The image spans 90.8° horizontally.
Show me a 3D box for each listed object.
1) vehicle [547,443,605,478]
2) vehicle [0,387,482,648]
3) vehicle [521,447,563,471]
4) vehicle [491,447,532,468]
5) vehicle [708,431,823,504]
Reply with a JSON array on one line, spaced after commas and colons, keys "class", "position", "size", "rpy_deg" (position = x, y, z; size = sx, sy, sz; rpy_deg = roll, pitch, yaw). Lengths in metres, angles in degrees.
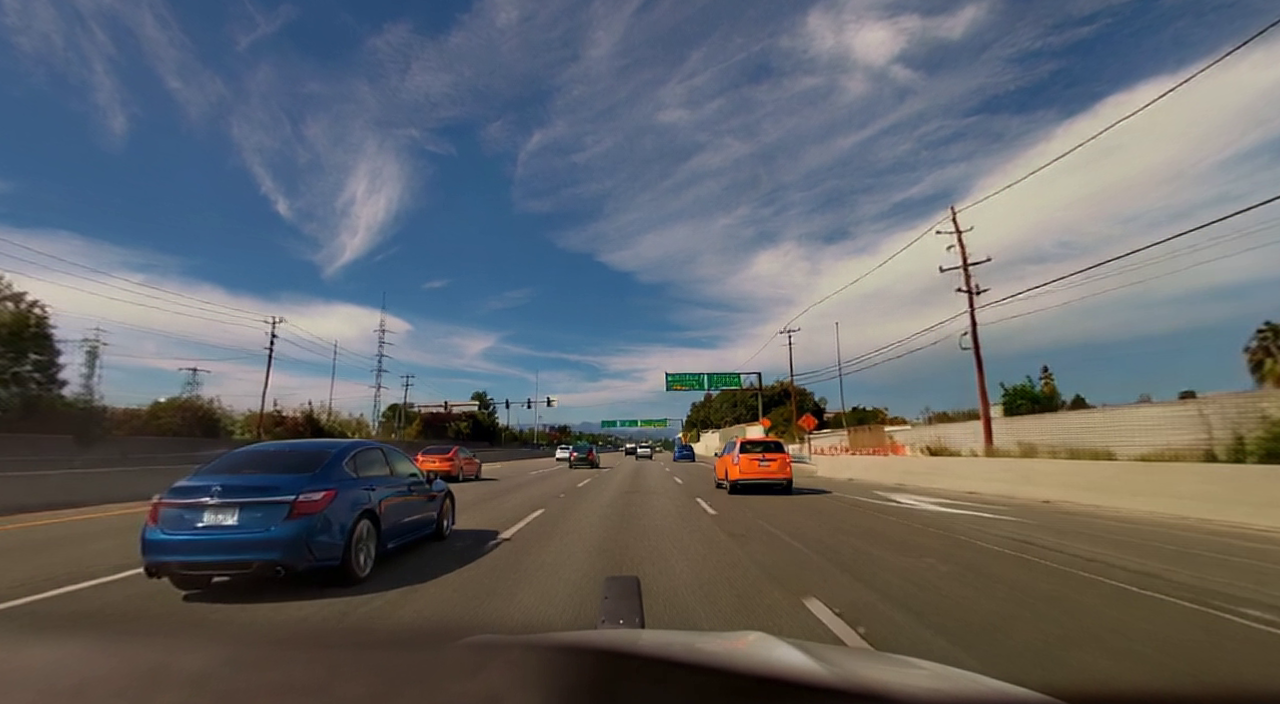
[{"class": "vehicle", "position": [-2.871, 4.986, 29.265], "size": [2.066, 1.488, 4.377], "rpy_deg": [-1, -9, 2]}, {"class": "vehicle", "position": [-3.228, 1.419, 6.423], "size": [2.104, 1.707, 4.338], "rpy_deg": [0, -9, 0]}, {"class": "vehicle", "position": [-6.319, 6.941, 41.352], "size": [1.877, 1.474, 4.475], "rpy_deg": [-1, -9, 2]}, {"class": "vehicle", "position": [-9.563, 7.894, 47.381], "size": [2.014, 1.481, 4.642], "rpy_deg": [-1, -9, 2]}, {"class": "vehicle", "position": [3.151, 3.017, 16.905], "size": [2.100, 1.659, 4.387], "rpy_deg": [0, -9, -1]}]
